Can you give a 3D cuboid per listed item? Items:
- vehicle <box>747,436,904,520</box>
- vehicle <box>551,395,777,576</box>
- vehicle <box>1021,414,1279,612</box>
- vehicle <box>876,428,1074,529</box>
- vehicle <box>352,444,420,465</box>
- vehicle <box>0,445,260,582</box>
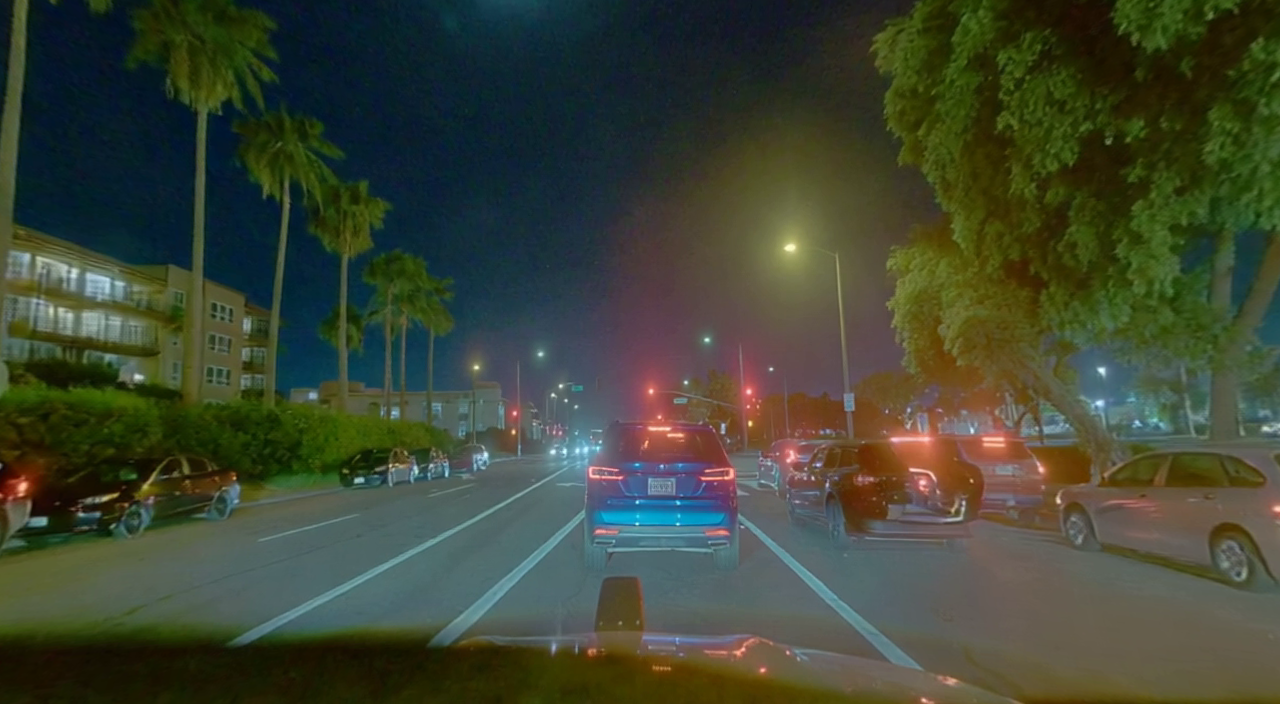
[{"bbox_3d":[3.702,2.581,13.565,2.021,1.480,4.402,0,-8,0],"label":"vehicle"},{"bbox_3d":[0.256,1.656,8.556,2.264,1.798,4.258,0,-8,0],"label":"vehicle"},{"bbox_3d":[6.441,1.601,6.937,1.935,1.672,4.139,0,-8,1],"label":"vehicle"},{"bbox_3d":[6.665,2.524,13.241,1.930,1.736,4.329,-1,-8,3],"label":"vehicle"},{"bbox_3d":[-18.649,7.521,46.596,1.759,1.457,4.297,-7,-11,37],"label":"vehicle"},{"bbox_3d":[-9.585,2.800,11.841,2.054,1.467,4.595,-3,-2,1],"label":"vehicle"}]
